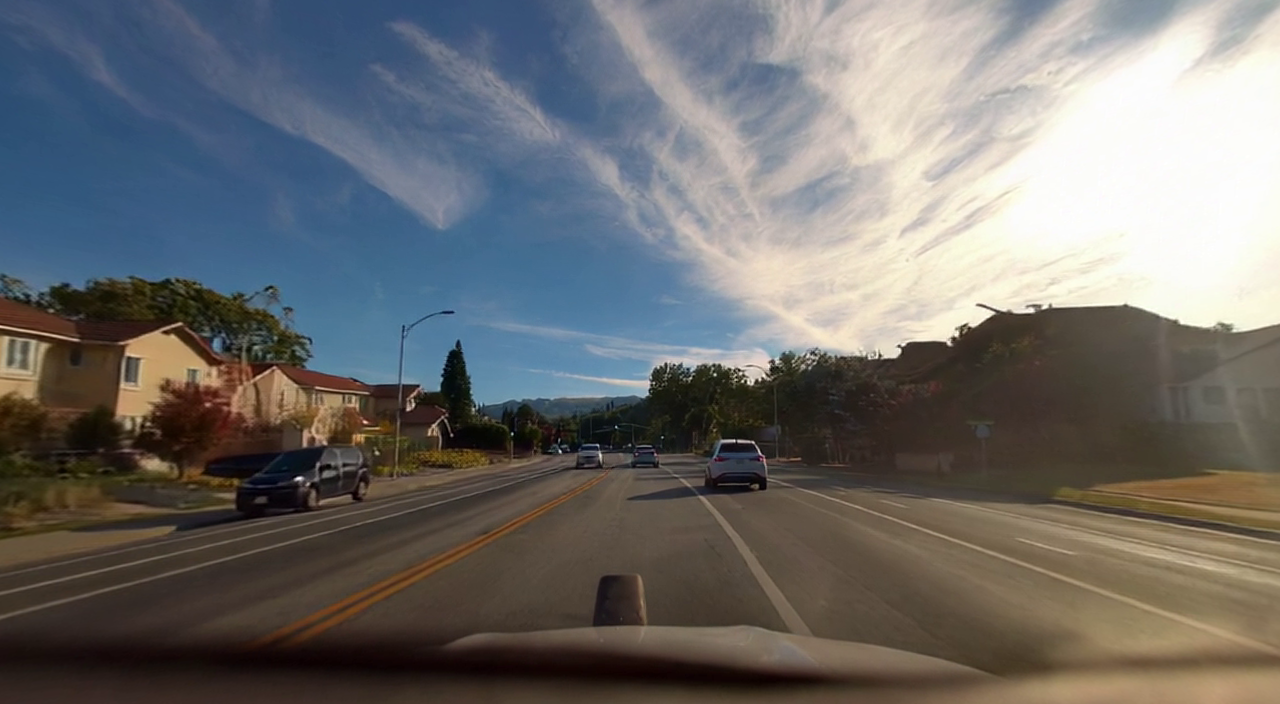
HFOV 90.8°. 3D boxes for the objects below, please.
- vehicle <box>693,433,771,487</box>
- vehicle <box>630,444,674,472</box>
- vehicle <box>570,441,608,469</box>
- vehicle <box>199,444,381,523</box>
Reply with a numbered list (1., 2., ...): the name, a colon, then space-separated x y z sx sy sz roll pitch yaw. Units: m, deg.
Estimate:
1. vehicle: 3.259 3.947 23.381 2.200 1.763 4.676 0 -8 0
2. vehicle: 0.596 5.828 34.904 2.196 1.449 4.006 0 -9 -2
3. vehicle: -3.429 7.059 43.445 2.091 1.811 4.651 0 -9 2
4. vehicle: -9.033 3.384 16.908 2.188 1.813 4.478 0 -8 1
